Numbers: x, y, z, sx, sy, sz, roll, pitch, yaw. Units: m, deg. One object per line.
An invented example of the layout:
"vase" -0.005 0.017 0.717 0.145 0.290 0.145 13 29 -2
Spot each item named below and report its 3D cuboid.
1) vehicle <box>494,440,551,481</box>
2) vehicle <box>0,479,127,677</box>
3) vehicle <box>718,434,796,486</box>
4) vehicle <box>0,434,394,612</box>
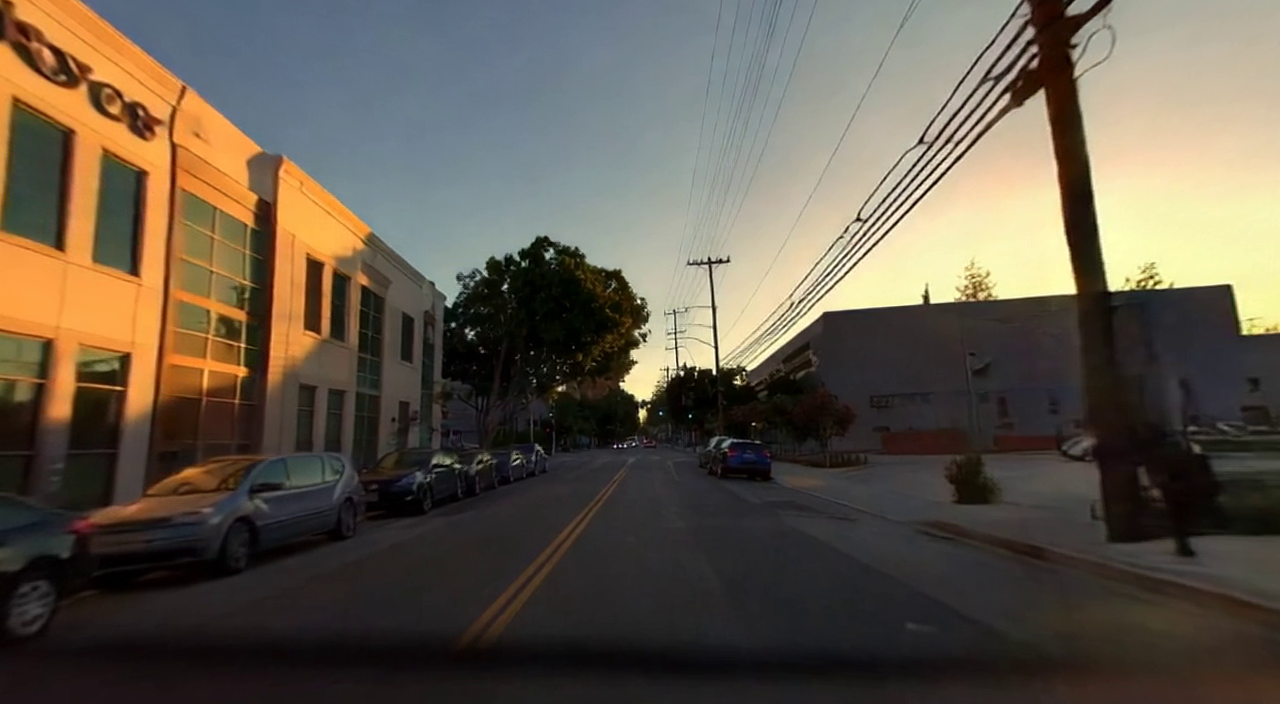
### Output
"vehicle" -5.841 5.453 31.973 2.126 1.864 4.831 0 -8 -2
"vehicle" -5.986 1.623 3.751 1.982 1.453 4.577 0 -8 1
"vehicle" 3.916 3.706 21.986 1.948 1.607 4.873 0 -8 2
"vehicle" -5.846 2.174 9.224 2.286 1.836 5.088 -1 -8 2
